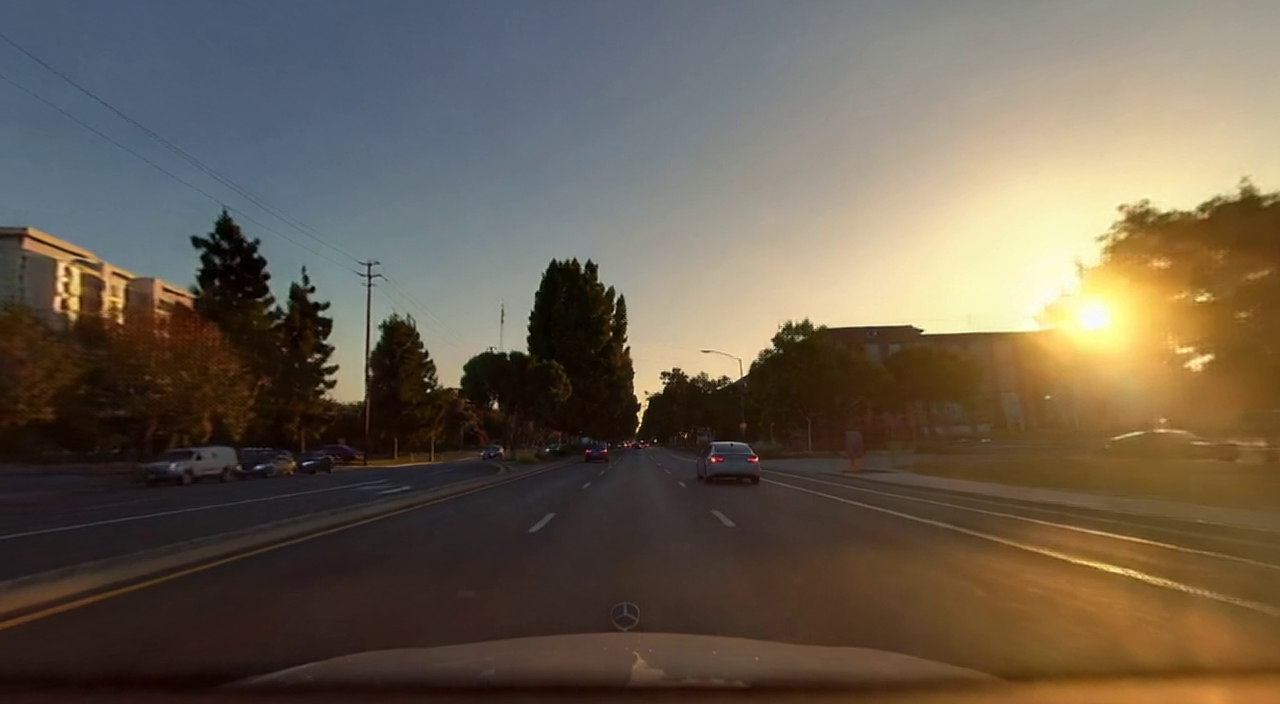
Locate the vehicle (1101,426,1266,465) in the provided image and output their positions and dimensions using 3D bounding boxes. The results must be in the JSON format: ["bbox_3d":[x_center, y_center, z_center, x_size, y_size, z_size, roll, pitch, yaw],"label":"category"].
[{"bbox_3d":[21.850,3.790,25.551,4.748,1.451,2.089,0,-9,-1],"label":"vehicle"}]

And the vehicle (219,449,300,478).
[{"bbox_3d":[-22.413,6.560,37.436,1.865,1.507,4.631,0,-8,0],"label":"vehicle"}]

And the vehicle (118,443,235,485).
[{"bbox_3d":[-22.374,5.387,30.804,2.139,1.833,4.686,0,-8,0],"label":"vehicle"}]

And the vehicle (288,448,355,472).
[{"bbox_3d":[-22.419,7.616,44.776,2.098,1.510,5.072,0,-8,0],"label":"vehicle"}]

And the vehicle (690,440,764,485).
[{"bbox_3d":[3.054,3.975,23.065,1.966,1.449,4.290,0,-8,-2],"label":"vehicle"}]

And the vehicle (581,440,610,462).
[{"bbox_3d":[-3.472,7.770,49.835,1.935,1.617,4.045,0,-8,0],"label":"vehicle"}]
